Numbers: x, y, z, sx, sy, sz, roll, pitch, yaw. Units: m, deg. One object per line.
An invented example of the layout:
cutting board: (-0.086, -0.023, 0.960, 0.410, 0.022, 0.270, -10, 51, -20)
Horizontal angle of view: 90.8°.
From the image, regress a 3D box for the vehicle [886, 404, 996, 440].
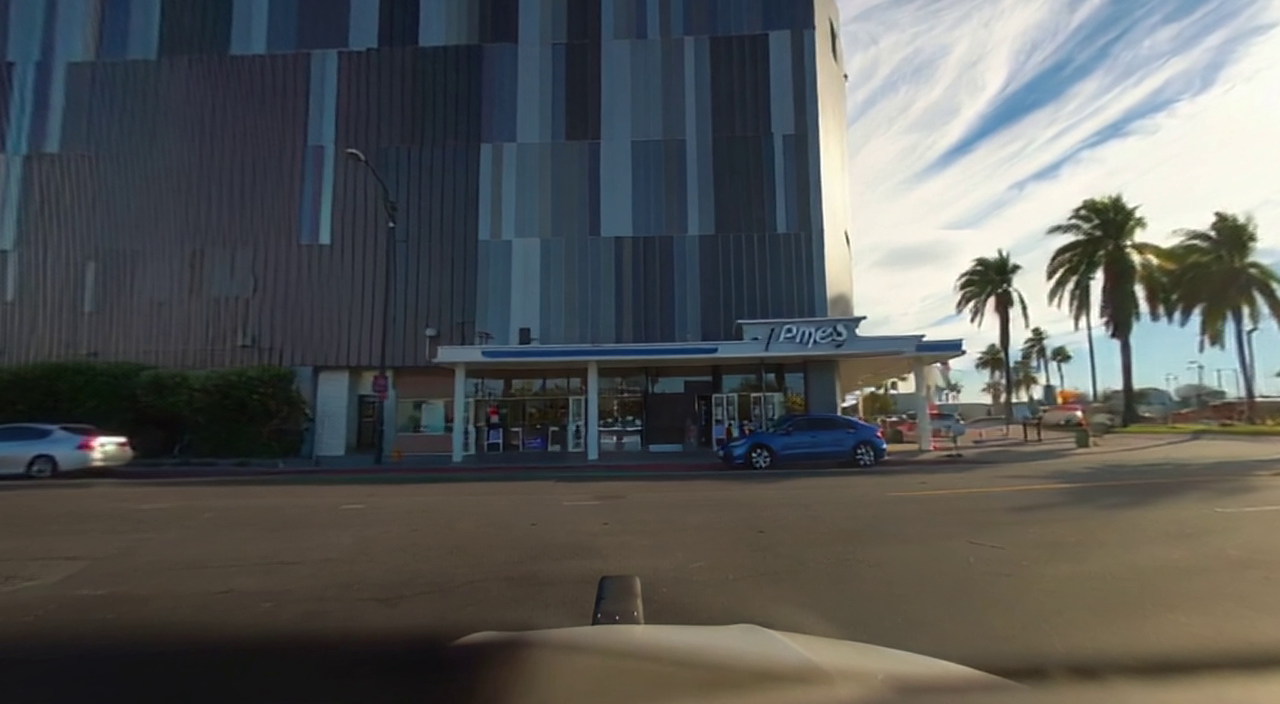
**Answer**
vehicle: (21.630, 5.058, 45.483, 7.026, 2.329, 2.545, 3, -6, -13)

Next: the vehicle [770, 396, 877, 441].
vehicle: (10.707, 3.952, 37.071, 5.524, 2.504, 2.196, 2, -7, -10)

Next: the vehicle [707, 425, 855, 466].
vehicle: (4.961, 3.313, 22.414, 4.782, 1.371, 1.763, 2, -9, -13)

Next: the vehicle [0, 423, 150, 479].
vehicle: (-17.135, 2.781, 17.810, 4.857, 1.497, 1.811, 1, -9, -7)
